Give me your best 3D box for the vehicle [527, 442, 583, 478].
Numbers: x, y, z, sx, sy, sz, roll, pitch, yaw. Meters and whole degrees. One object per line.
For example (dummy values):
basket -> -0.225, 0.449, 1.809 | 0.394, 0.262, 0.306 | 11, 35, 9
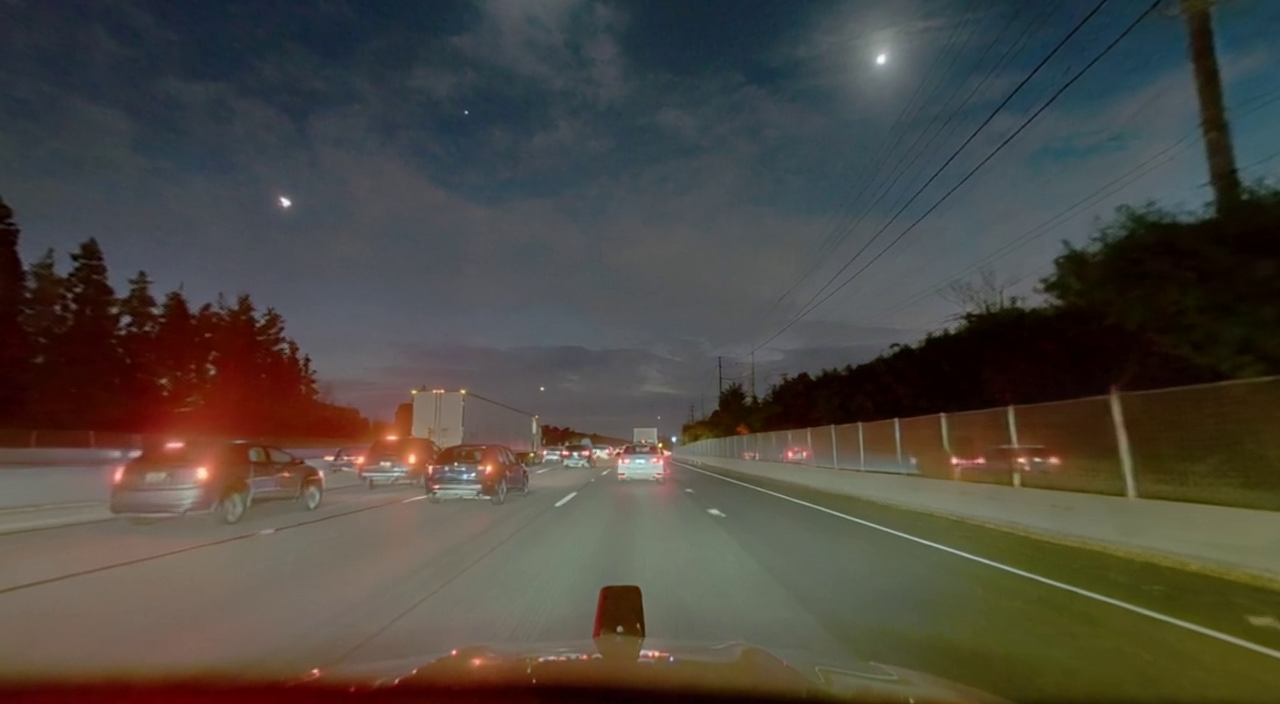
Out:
vehicle -> -3.746, 4.843, 28.649 | 1.870, 1.485, 4.304 | 0, -9, 1

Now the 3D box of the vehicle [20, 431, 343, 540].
vehicle -> -7.616, 2.244, 11.361 | 2.165, 1.511, 4.810 | 0, -9, 1

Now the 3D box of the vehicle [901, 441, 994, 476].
vehicle -> 14.255, 4.950, 29.623 | 1.949, 1.472, 4.795 | 0, -9, 0

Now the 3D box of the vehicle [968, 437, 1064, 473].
vehicle -> 17.841, 4.911, 30.239 | 1.936, 1.591, 4.362 | 0, -9, 1

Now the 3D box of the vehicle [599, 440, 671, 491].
vehicle -> -0.164, 3.621, 20.461 | 2.089, 1.477, 3.818 | 0, -9, 0

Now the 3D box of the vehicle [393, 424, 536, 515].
vehicle -> -3.734, 2.582, 14.328 | 1.923, 1.716, 4.289 | 0, -9, 1

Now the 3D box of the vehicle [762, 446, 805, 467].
vehicle -> 10.502, 7.688, 46.666 | 1.974, 1.495, 4.734 | 0, -9, -1
